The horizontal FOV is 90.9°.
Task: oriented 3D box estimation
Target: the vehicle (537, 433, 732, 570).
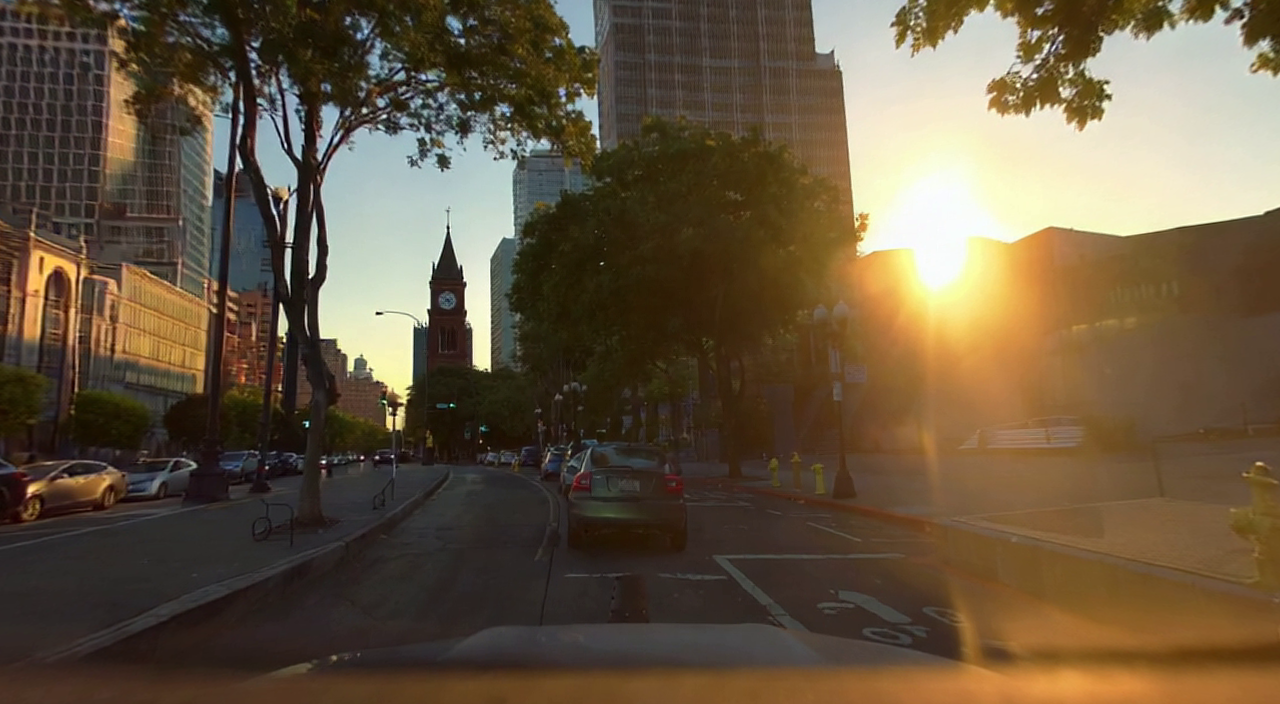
[{"bbox_3d":[-0.244,1.943,9.025,2.142,1.475,4.051,1,-8,-6],"label":"vehicle"}]
